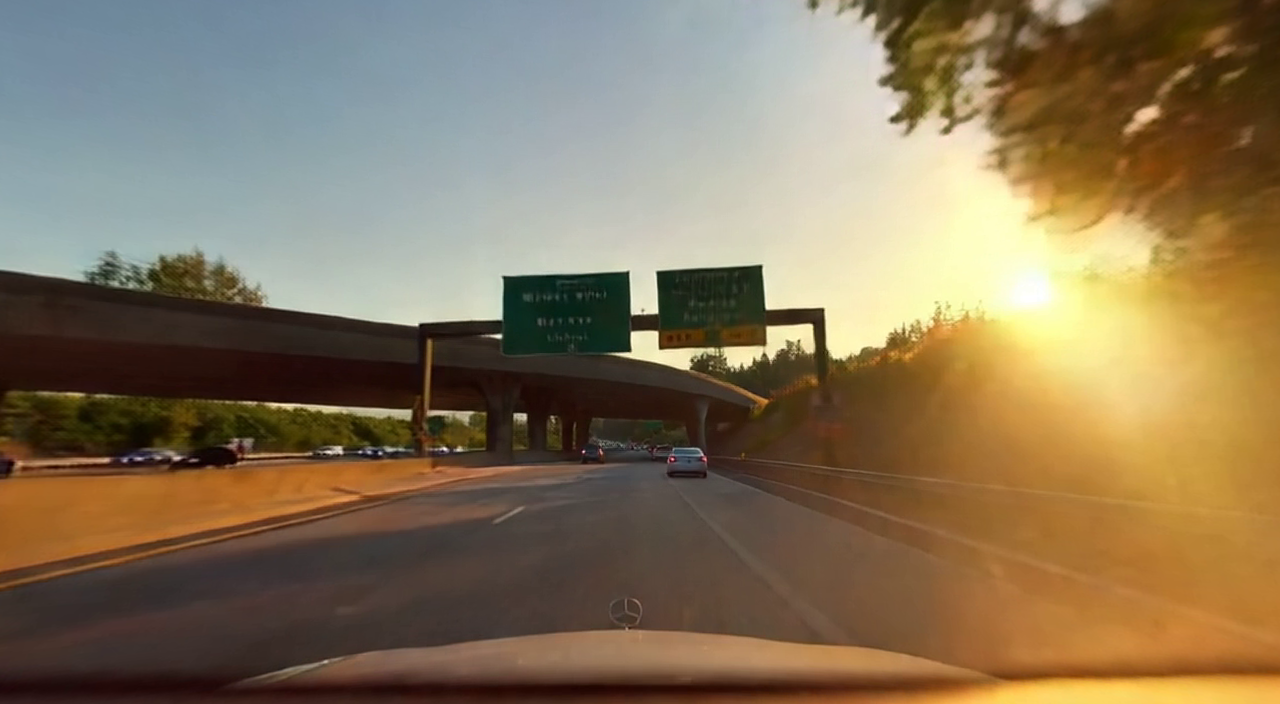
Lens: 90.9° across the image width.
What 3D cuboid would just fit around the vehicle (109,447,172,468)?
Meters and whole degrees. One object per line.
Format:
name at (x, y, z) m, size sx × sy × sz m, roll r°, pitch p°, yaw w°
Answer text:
vehicle at (-37.243, 7.867, 47.098) m, size 1.819 × 1.503 × 3.711 m, roll 1°, pitch -9°, yaw -4°

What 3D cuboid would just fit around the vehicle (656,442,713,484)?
vehicle at (1.634, 4.257, 24.413) m, size 1.960 × 1.456 × 3.818 m, roll 0°, pitch -9°, yaw 0°

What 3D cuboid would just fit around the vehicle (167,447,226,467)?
vehicle at (-34.163, 8.085, 48.647) m, size 1.767 × 1.451 × 3.912 m, roll 0°, pitch -9°, yaw -3°

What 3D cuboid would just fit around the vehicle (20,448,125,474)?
vehicle at (-33.976, 6.533, 37.940) m, size 1.866 × 1.449 × 4.865 m, roll 0°, pitch -9°, yaw -1°
